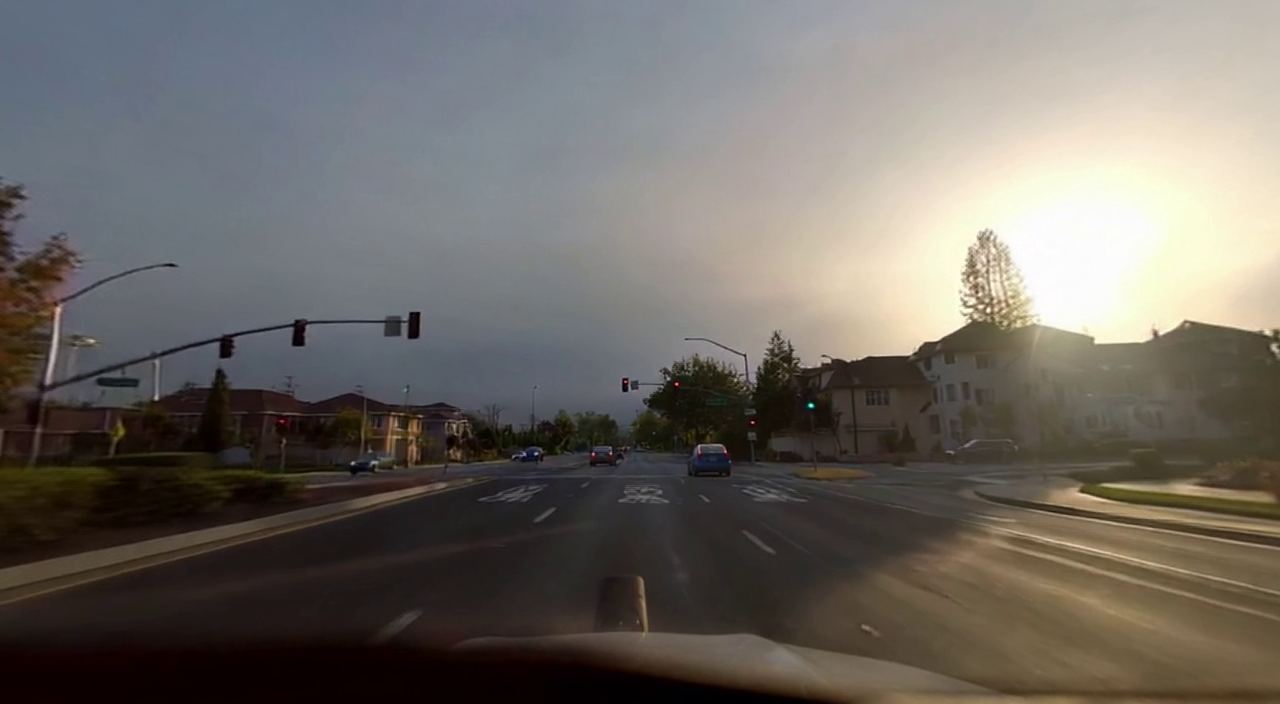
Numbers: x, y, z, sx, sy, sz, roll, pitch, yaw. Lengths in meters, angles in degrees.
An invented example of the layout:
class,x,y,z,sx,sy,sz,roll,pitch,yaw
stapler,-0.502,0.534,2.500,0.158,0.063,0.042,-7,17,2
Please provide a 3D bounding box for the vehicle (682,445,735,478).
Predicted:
class,x,y,z,sx,sy,sz,roll,pitch,yaw
vehicle,3.297,5.374,31.393,2.068,1.497,4.247,0,-8,-1

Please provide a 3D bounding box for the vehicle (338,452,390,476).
class,x,y,z,sx,sy,sz,roll,pitch,yaw
vehicle,-21.167,8.546,48.629,1.913,1.700,4.359,0,-8,1
